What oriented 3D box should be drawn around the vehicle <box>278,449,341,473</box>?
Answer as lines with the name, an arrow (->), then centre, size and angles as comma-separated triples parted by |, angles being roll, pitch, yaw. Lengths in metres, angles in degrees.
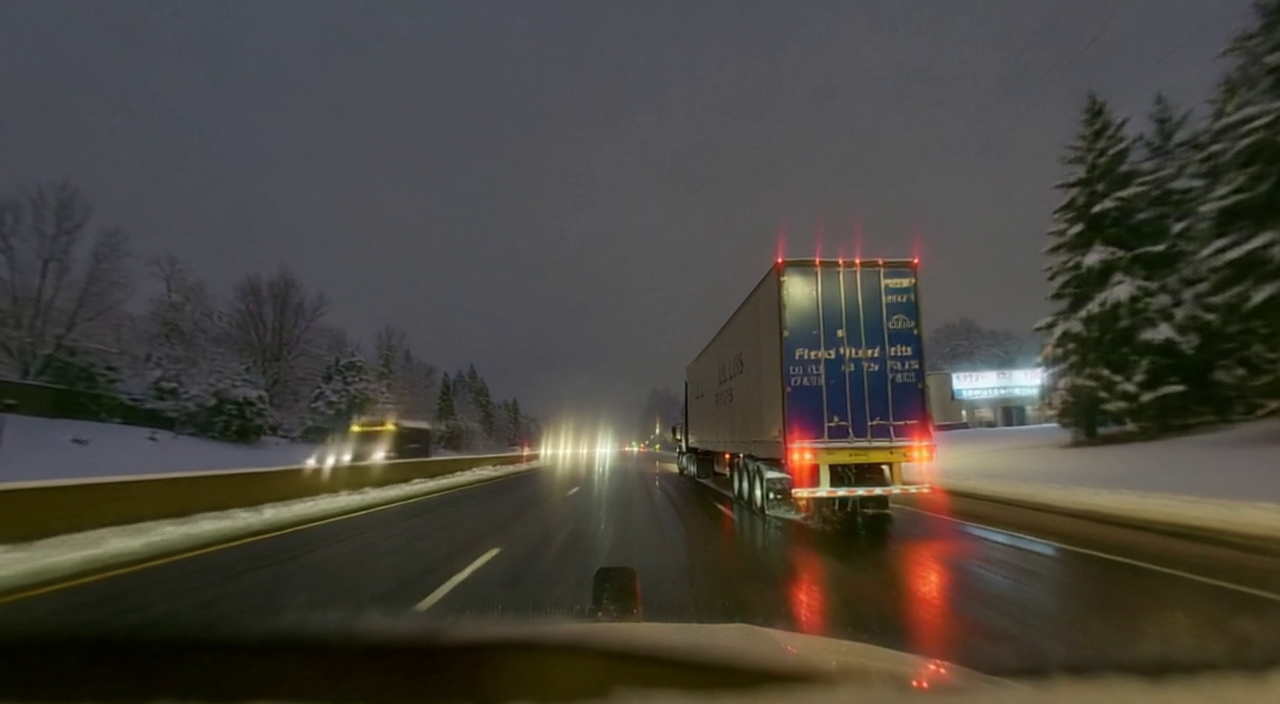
vehicle -> -23.061, 7.603, 44.284 | 1.932, 1.501, 4.598 | 0, -9, 1

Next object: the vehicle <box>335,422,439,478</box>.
vehicle -> -11.090, 4.357, 28.266 | 2.416, 2.253, 5.336 | 0, -9, 0

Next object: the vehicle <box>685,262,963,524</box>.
vehicle -> 3.627, 1.909, 19.075 | 2.891, 4.387, 17.121 | 0, -9, -1
